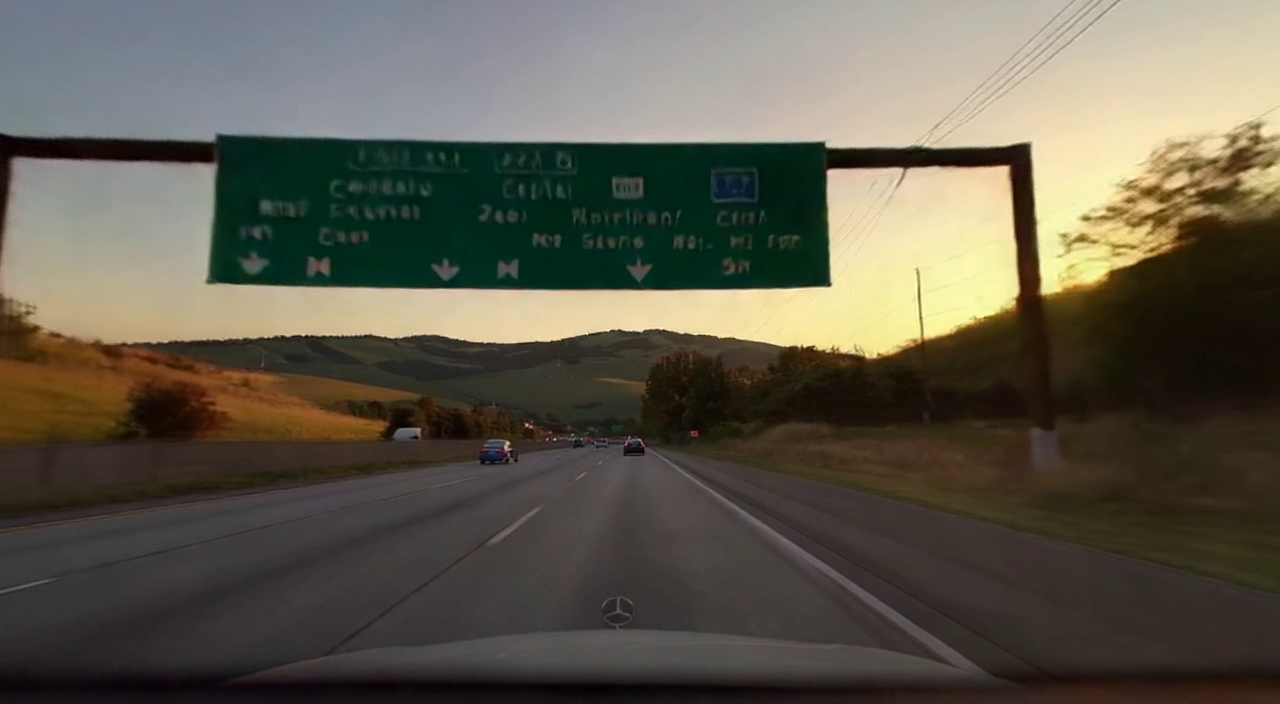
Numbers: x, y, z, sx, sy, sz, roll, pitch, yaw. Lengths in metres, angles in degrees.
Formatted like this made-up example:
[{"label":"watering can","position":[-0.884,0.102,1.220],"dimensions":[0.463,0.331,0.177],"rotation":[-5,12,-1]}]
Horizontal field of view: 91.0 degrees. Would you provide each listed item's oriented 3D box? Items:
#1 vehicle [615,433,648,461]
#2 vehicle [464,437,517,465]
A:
[{"label":"vehicle","position":[-0.576,6.223,41.192],"dimensions":[2.040,1.715,3.906],"rotation":[0,-8,-1]},{"label":"vehicle","position":[-8.618,5.732,36.651],"dimensions":[2.047,1.486,4.306],"rotation":[0,-8,-1]}]
